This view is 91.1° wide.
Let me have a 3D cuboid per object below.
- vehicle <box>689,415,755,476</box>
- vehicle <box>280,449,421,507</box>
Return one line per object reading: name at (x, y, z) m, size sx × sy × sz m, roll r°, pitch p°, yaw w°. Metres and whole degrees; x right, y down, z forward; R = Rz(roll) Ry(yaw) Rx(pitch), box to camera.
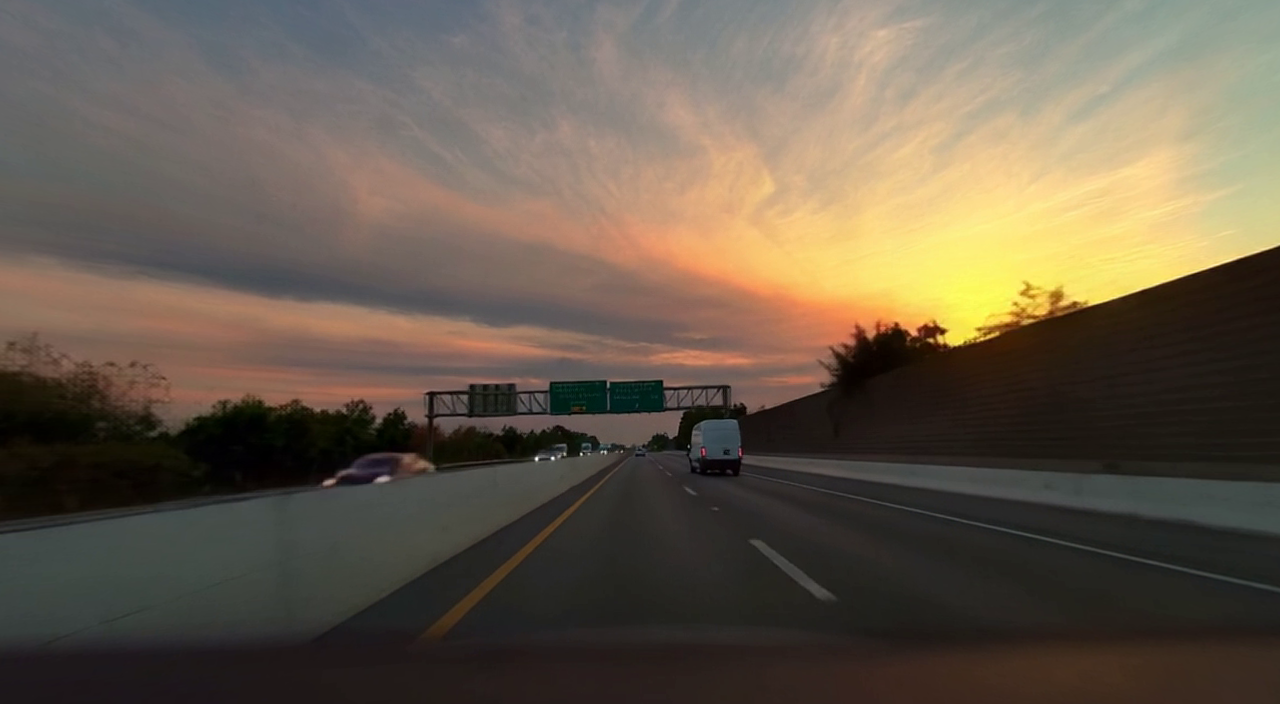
vehicle at (4.096, 4.908, 32.860) m, size 2.449 × 2.805 × 6.763 m, roll 0°, pitch -9°, yaw 0°
vehicle at (-8.648, 3.765, 19.355) m, size 2.120 × 1.523 × 4.609 m, roll 0°, pitch -9°, yaw 0°
